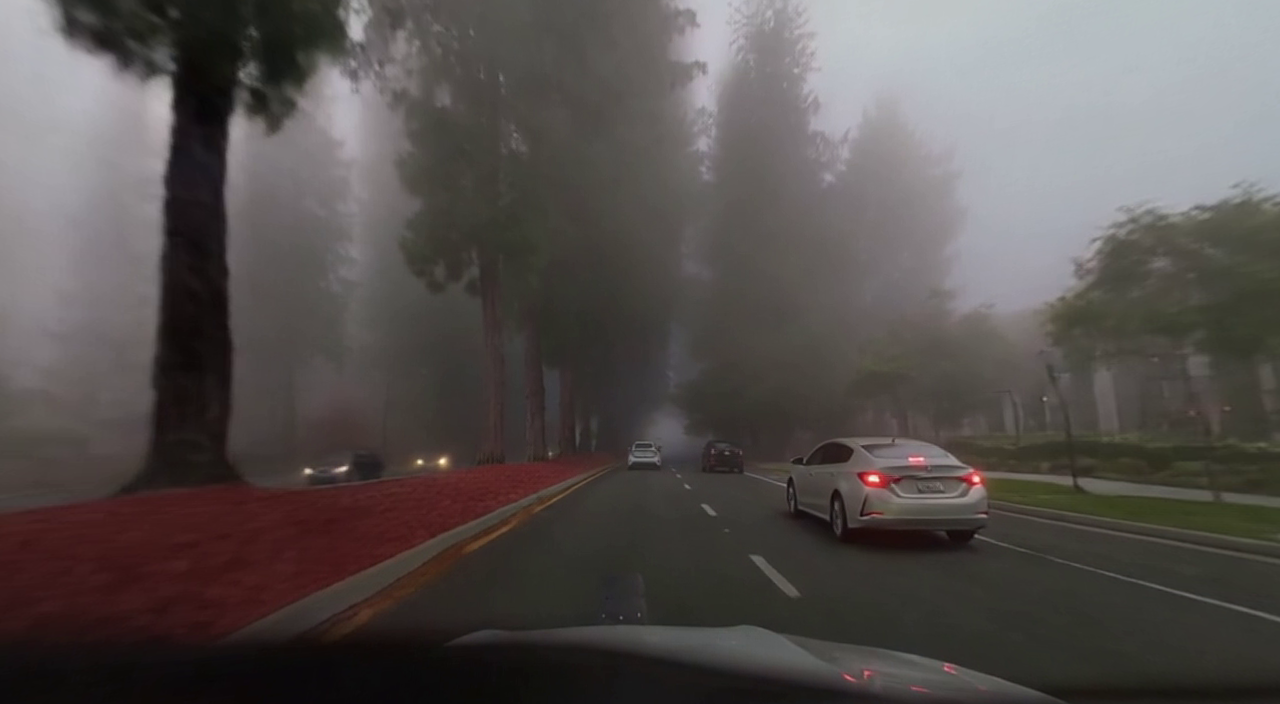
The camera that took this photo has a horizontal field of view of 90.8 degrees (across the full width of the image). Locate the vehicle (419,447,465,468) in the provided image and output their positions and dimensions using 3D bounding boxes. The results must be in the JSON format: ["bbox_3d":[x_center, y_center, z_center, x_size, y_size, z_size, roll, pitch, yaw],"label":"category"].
[{"bbox_3d":[-14.618,7.781,46.905,1.843,1.453,4.425,0,-8,2],"label":"vehicle"}]

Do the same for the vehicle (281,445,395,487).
[{"bbox_3d":[-11.570,4.382,24.658,2.123,1.453,4.712,0,-8,0],"label":"vehicle"}]

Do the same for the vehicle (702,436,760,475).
[{"bbox_3d":[4.077,4.736,29.092,2.074,1.652,4.340,0,-9,0],"label":"vehicle"}]

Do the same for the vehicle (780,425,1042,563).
[{"bbox_3d":[3.496,1.896,9.195,1.985,1.529,4.147,0,-8,0],"label":"vehicle"}]

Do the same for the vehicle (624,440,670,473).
[{"bbox_3d":[0.377,4.996,30.494,2.082,1.473,4.028,0,-8,2],"label":"vehicle"}]
